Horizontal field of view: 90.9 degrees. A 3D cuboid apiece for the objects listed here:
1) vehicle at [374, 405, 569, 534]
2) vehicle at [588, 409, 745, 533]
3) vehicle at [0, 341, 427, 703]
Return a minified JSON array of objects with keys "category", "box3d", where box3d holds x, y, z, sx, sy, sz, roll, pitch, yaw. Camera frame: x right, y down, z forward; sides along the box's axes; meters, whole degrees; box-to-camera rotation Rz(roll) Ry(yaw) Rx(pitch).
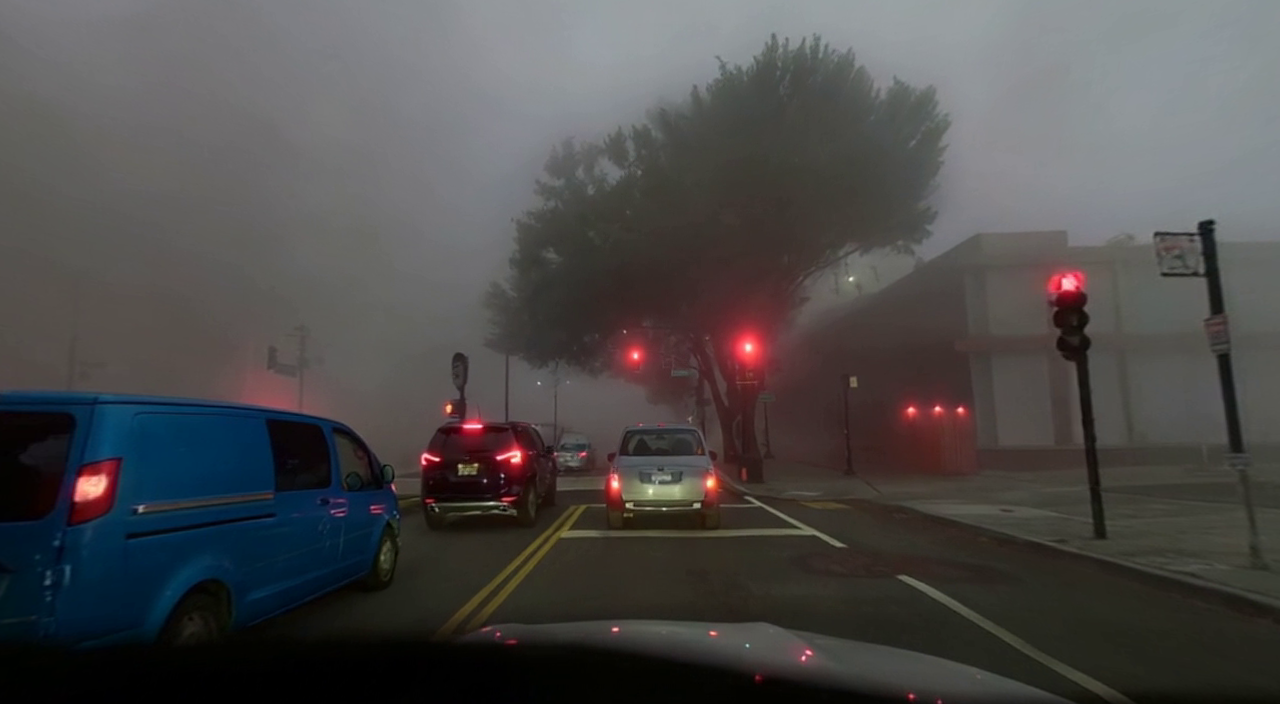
[{"category":"vehicle","box3d":[-2.633,1.997,11.224,2.124,1.799,4.587,0,-8,1]},{"category":"vehicle","box3d":[0.389,1.960,10.883,2.205,1.727,3.917,0,-8,1]},{"category":"vehicle","box3d":[-3.159,1.088,4.484,1.940,1.722,3.823,0,-8,0]}]
